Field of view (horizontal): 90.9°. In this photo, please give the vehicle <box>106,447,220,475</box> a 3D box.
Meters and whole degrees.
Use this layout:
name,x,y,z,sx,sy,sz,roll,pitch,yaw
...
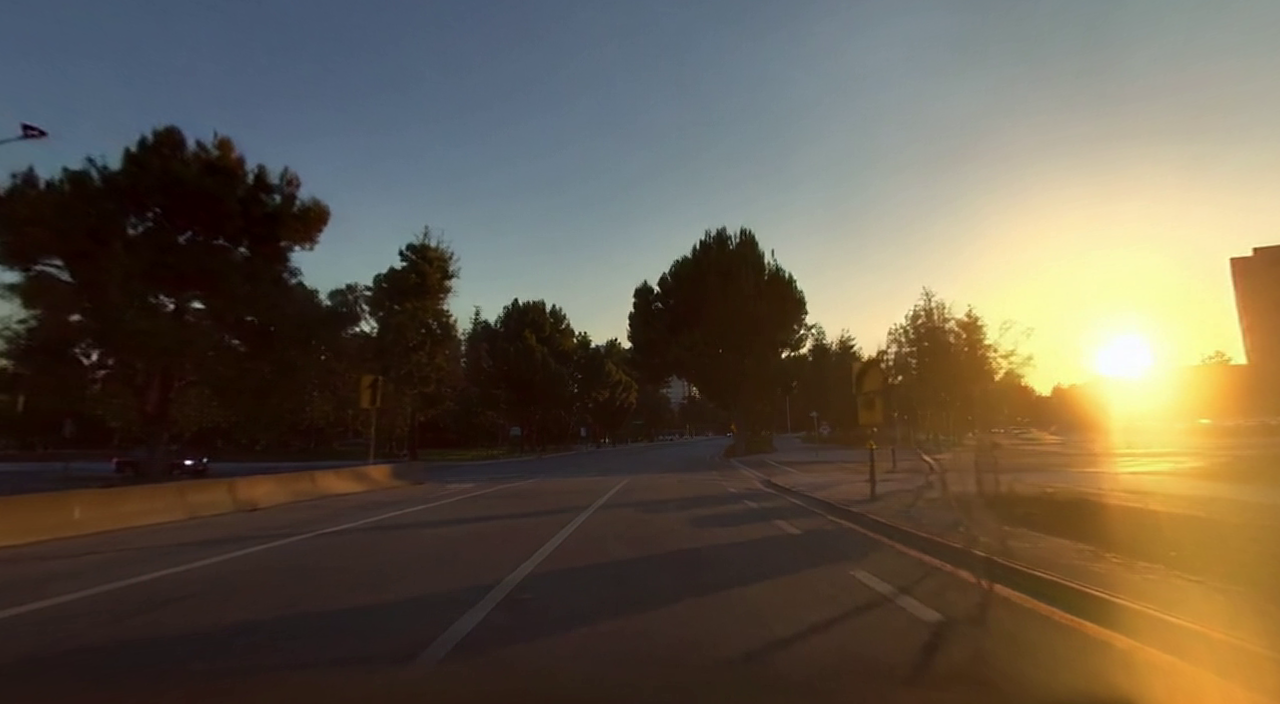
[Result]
name,x,y,z,sx,sy,sz,roll,pitch,yaw
vehicle,-26.455,6.019,35.042,4.935,1.476,2.141,-2,-8,9
